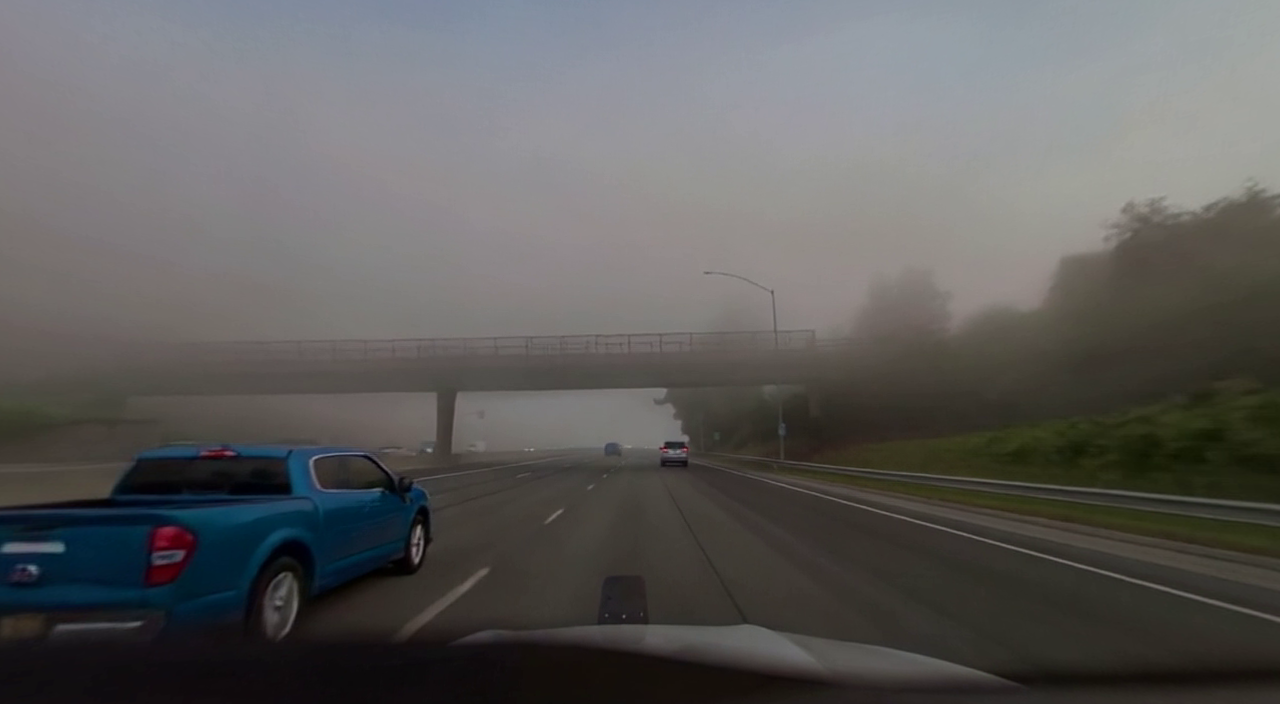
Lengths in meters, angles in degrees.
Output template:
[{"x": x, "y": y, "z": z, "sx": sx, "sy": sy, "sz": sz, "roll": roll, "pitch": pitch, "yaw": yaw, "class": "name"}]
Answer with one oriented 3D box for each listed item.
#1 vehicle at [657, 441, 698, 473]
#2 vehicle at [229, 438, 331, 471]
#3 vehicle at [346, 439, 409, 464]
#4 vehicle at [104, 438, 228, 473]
[{"x": 1.991, "y": 5.807, "z": 35.061, "sx": 2.010, "sy": 1.637, "sz": 4.940, "roll": 0, "pitch": -8, "yaw": 1, "class": "vehicle"}, {"x": -19.906, "y": 5.684, "z": 35.262, "sx": 2.184, "sy": 1.663, "sz": 5.696, "roll": 0, "pitch": -8, "yaw": 2, "class": "vehicle"}, {"x": -19.716, "y": 7.490, "z": 47.733, "sx": 2.203, "sy": 1.733, "sz": 5.705, "roll": 0, "pitch": -8, "yaw": 2, "class": "vehicle"}, {"x": -23.201, "y": 5.099, "z": 31.230, "sx": 1.954, "sy": 1.570, "sz": 5.289, "roll": 0, "pitch": -8, "yaw": 1, "class": "vehicle"}]
